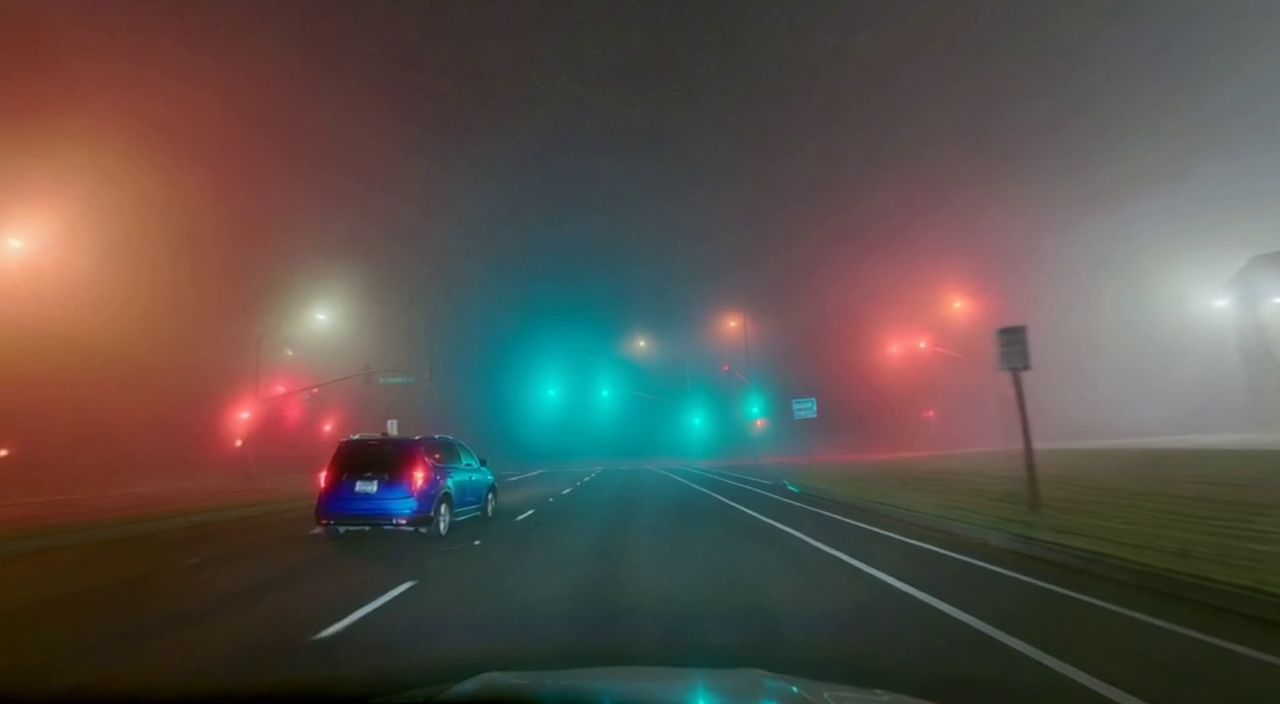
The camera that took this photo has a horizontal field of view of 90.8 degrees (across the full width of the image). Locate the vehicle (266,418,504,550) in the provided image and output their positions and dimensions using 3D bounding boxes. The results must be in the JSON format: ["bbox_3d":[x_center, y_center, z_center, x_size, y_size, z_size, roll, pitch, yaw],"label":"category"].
[{"bbox_3d":[-3.844,2.081,10.595,2.121,1.724,4.392,0,-9,0],"label":"vehicle"}]
